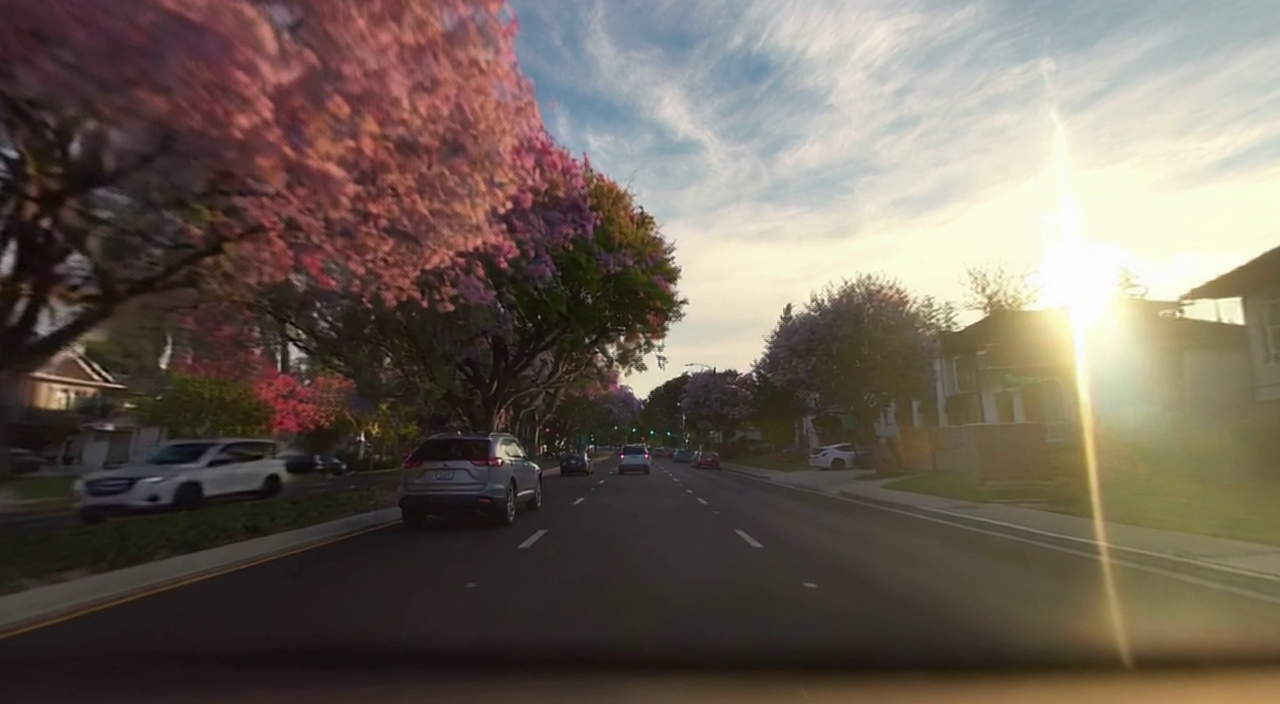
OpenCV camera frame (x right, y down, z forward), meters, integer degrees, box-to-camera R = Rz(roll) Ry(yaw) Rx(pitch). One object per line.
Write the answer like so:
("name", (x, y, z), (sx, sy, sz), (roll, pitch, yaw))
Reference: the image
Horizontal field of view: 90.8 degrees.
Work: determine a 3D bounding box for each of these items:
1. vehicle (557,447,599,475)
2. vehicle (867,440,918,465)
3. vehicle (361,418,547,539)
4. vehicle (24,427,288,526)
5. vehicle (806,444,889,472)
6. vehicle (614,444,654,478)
("vehicle", (-3.616, 6.439, 37.559), (2.066, 1.565, 3.905), (0, -8, 0))
("vehicle", (18.876, 7.476, 47.322), (1.828, 1.782, 3.871), (1, -8, -7))
("vehicle", (-3.362, 2.398, 12.686), (2.161, 1.919, 4.798), (-1, -8, 1))
("vehicle", (-11.352, 2.918, 15.588), (2.152, 1.958, 5.490), (0, -8, 0))
("vehicle", (12.617, 6.482, 38.738), (4.482, 1.678, 1.890), (-1, -8, 7))
("vehicle", (-0.319, 5.671, 33.081), (1.997, 1.636, 3.760), (0, -8, -1))
